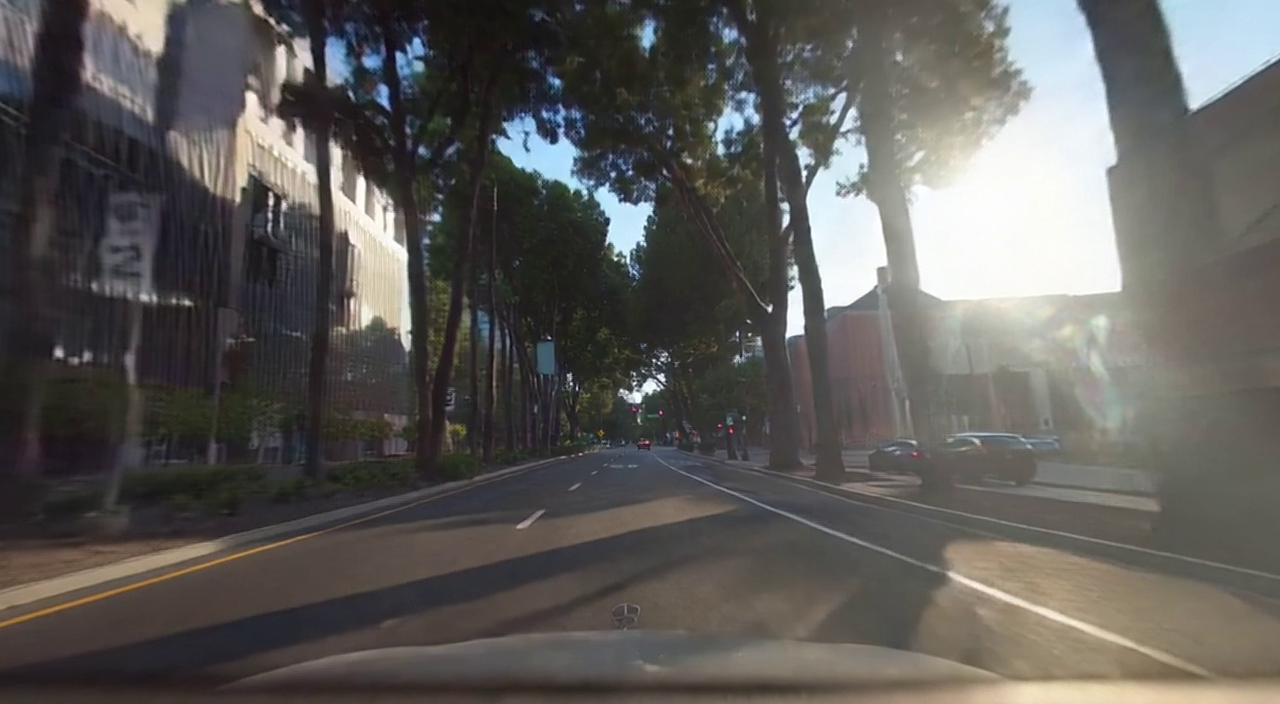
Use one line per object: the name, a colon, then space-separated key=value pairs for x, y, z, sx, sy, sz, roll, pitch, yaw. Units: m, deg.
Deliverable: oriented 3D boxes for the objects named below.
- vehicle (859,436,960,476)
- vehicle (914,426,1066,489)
vehicle: x=10.852 y=4.232 z=25.910 sx=2.043 sy=1.491 sz=4.627 roll=0 pitch=-9 yaw=-1
vehicle: x=10.724 y=3.274 z=19.903 sx=1.947 sy=1.716 sz=4.861 roll=0 pitch=-9 yaw=-1
